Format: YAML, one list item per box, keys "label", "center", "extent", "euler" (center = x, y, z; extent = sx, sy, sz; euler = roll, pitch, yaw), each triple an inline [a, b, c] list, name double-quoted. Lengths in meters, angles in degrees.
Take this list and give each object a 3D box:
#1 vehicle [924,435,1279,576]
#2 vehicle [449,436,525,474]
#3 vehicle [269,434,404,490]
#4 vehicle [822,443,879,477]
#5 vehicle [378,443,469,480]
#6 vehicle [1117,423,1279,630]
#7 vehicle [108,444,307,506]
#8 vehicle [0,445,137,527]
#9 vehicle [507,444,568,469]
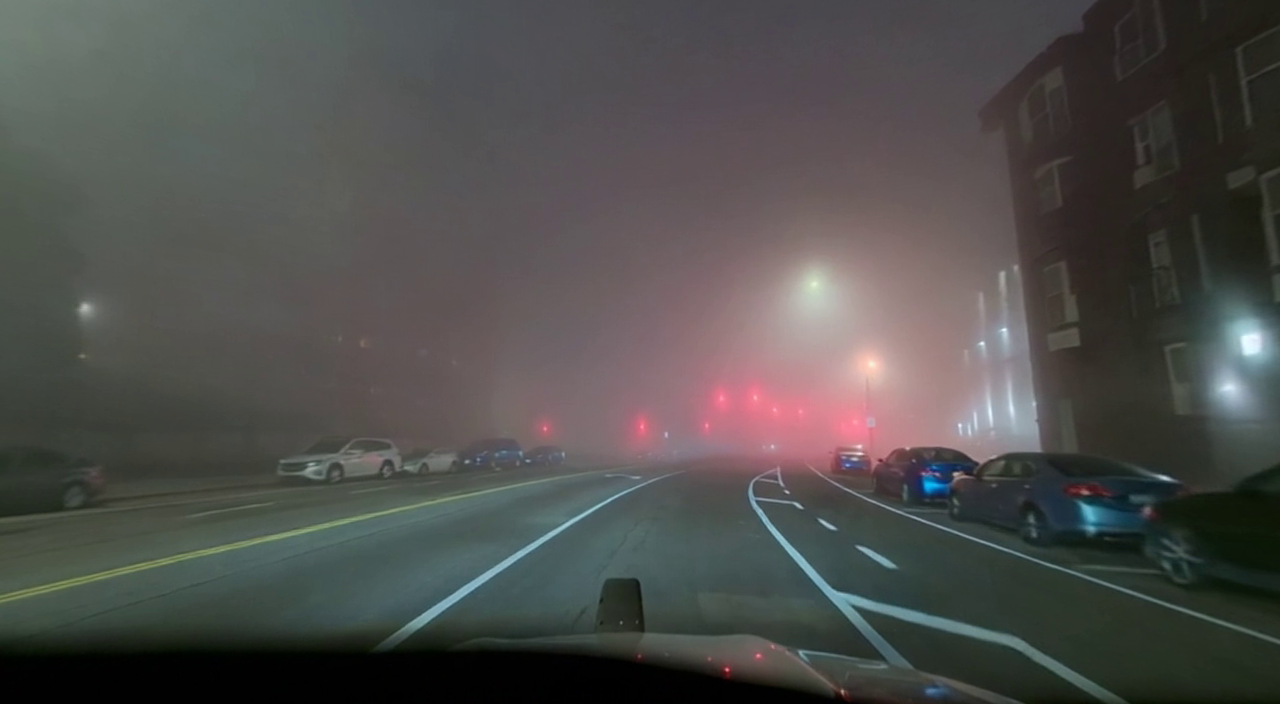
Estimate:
- label: "vehicle"
  center: [6.096, 2.037, 9.245]
  extent: [1.876, 1.466, 4.943]
  euler: [-1, -9, 4]
- label: "vehicle"
  center: [-8.143, 5.519, 34.160]
  extent: [2.083, 1.882, 4.642]
  euler: [-2, -9, 13]
- label: "vehicle"
  center: [-10.680, 3.884, 22.767]
  extent: [1.933, 1.759, 5.002]
  euler: [-1, -8, 6]
- label: "vehicle"
  center: [10.027, 5.135, 30.512]
  extent: [2.010, 1.473, 5.353]
  euler: [-2, -9, 12]
- label: "vehicle"
  center: [-9.602, 4.874, 28.438]
  extent: [1.830, 1.497, 4.436]
  euler: [-2, -9, 11]
- label: "vehicle"
  center: [5.768, 1.242, 4.220]
  extent: [1.883, 1.550, 4.286]
  euler: [0, -8, 2]
- label: "vehicle"
  center: [-11.678, 3.311, 17.588]
  extent: [1.811, 1.459, 4.702]
  euler: [-1, -8, 7]
- label: "vehicle"
  center: [-12.303, 2.462, 11.783]
  extent: [1.841, 1.444, 4.554]
  euler: [-1, -8, 5]
- label: "vehicle"
  center: [-6.375, 6.562, 39.982]
  extent: [1.894, 1.493, 4.902]
  euler: [-2, -9, 16]
